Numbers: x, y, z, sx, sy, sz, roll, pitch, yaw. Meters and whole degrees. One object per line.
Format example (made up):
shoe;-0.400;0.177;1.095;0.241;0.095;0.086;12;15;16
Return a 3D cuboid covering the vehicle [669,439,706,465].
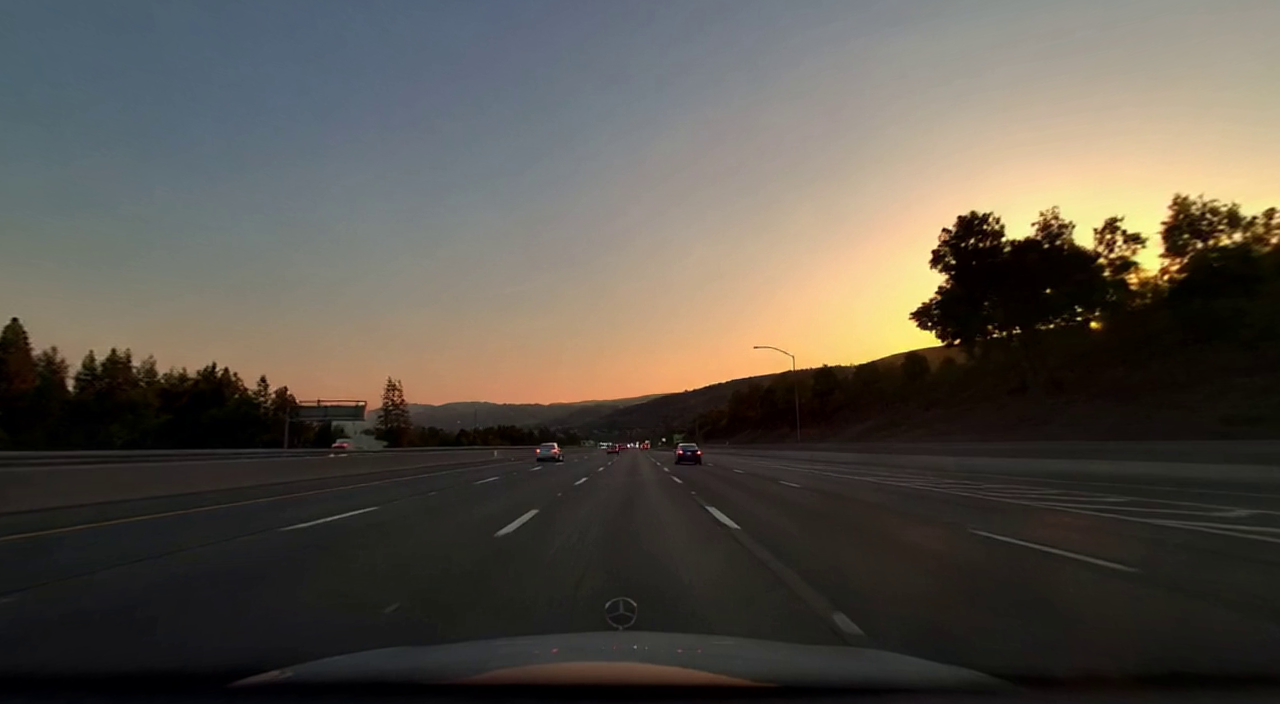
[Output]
vehicle;3.436;7.324;46.349;2.166;1.770;4.703;0;-9;-2
